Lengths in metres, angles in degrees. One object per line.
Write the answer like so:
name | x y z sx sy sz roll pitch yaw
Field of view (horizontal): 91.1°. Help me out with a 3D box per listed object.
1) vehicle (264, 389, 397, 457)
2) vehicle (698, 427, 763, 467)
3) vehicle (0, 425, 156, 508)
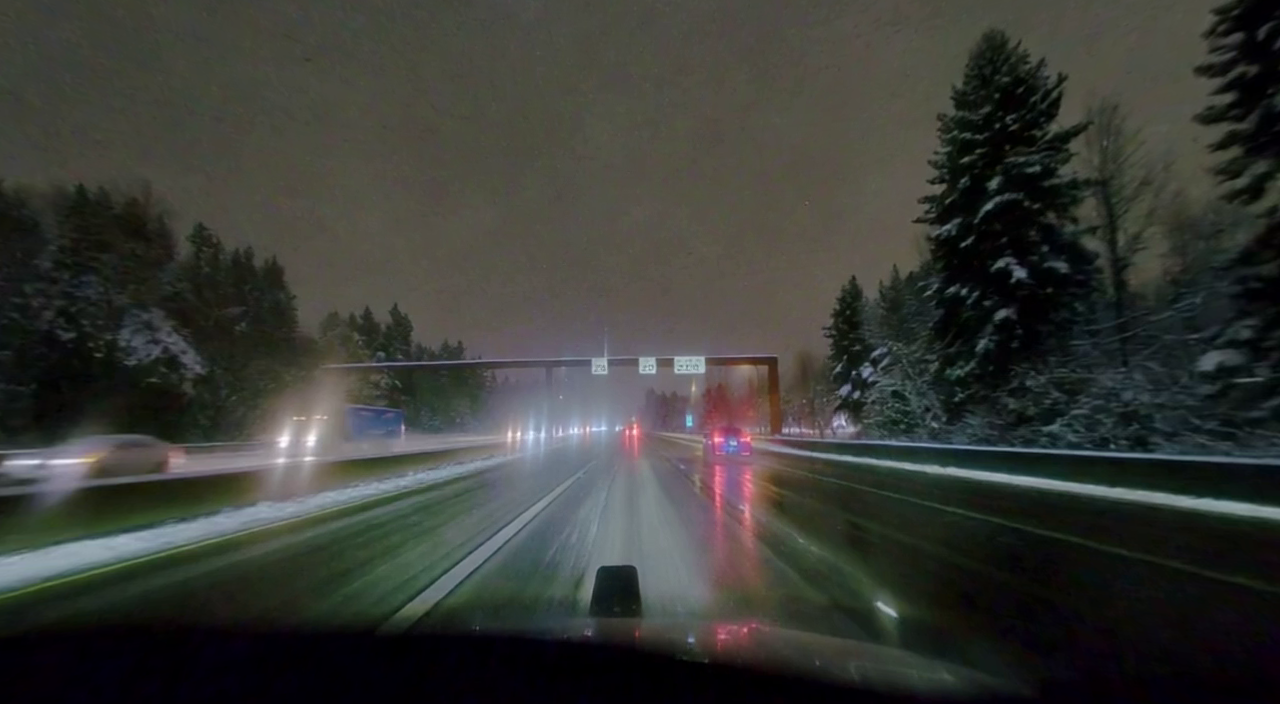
vehicle | -20.875 5.087 43.861 2.853 4.045 13.061 0 -8 -1
vehicle | 3.751 4.008 26.688 1.973 1.563 3.959 0 -8 -3
vehicle | -12.741 2.314 13.122 1.903 1.527 4.294 0 -8 -1
